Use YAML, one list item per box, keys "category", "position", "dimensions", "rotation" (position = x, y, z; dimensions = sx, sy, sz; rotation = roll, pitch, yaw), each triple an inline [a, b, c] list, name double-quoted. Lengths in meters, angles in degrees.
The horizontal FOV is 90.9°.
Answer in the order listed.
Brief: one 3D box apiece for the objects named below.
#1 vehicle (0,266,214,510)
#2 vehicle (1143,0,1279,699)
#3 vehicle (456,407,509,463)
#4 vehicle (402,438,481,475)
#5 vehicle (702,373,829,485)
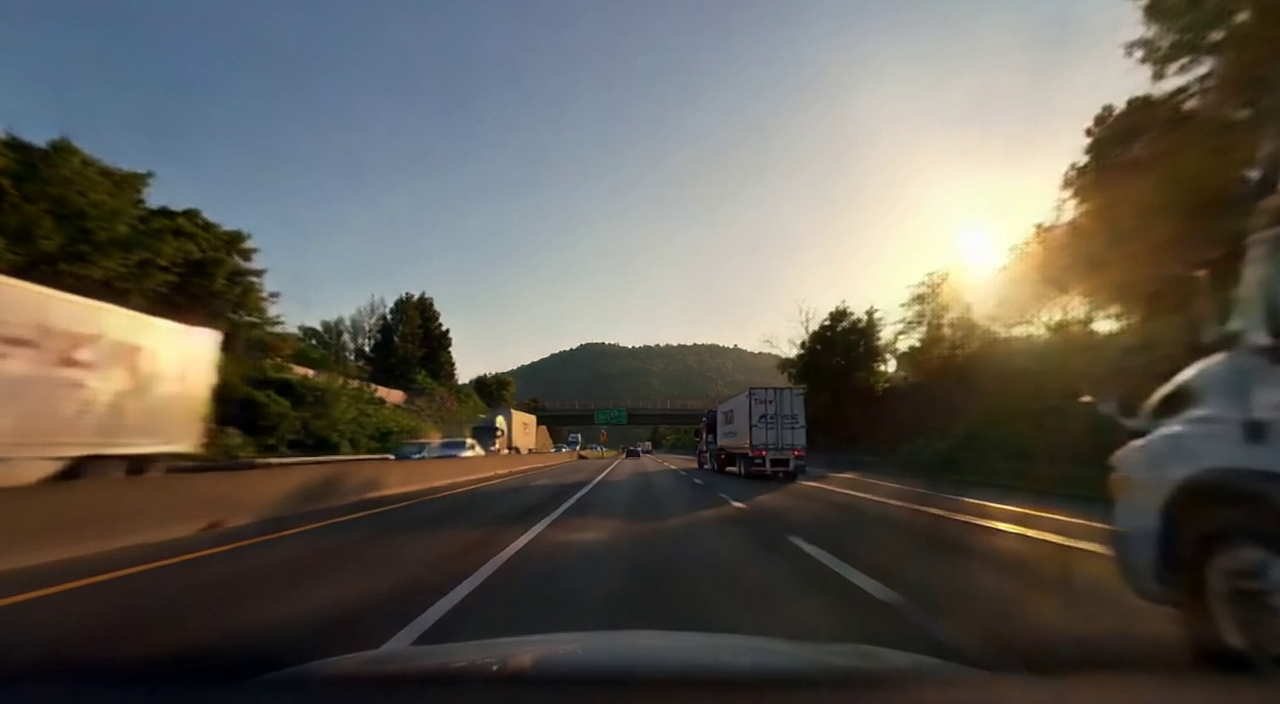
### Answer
- category: "vehicle"
  position: [-12.312, 0.304, 8.711]
  dimensions: [2.938, 4.080, 14.151]
  rotation: [0, -9, 0]
- category: "vehicle"
  position: [4.887, -0.402, 2.590]
  dimensions: [3.007, 4.189, 2.696]
  rotation: [0, -9, 0]
- category: "vehicle"
  position: [-11.900, 6.288, 47.761]
  dimensions: [3.293, 4.054, 2.389]
  rotation: [0, -9, 0]
- category: "vehicle"
  position: [-8.623, 4.607, 27.895]
  dimensions: [1.992, 1.497, 4.653]
  rotation: [0, -9, 0]
- category: "vehicle"
  position: [5.218, 3.875, 30.001]
  dimensions: [2.983, 4.030, 14.444]
  rotation: [0, -9, 0]
